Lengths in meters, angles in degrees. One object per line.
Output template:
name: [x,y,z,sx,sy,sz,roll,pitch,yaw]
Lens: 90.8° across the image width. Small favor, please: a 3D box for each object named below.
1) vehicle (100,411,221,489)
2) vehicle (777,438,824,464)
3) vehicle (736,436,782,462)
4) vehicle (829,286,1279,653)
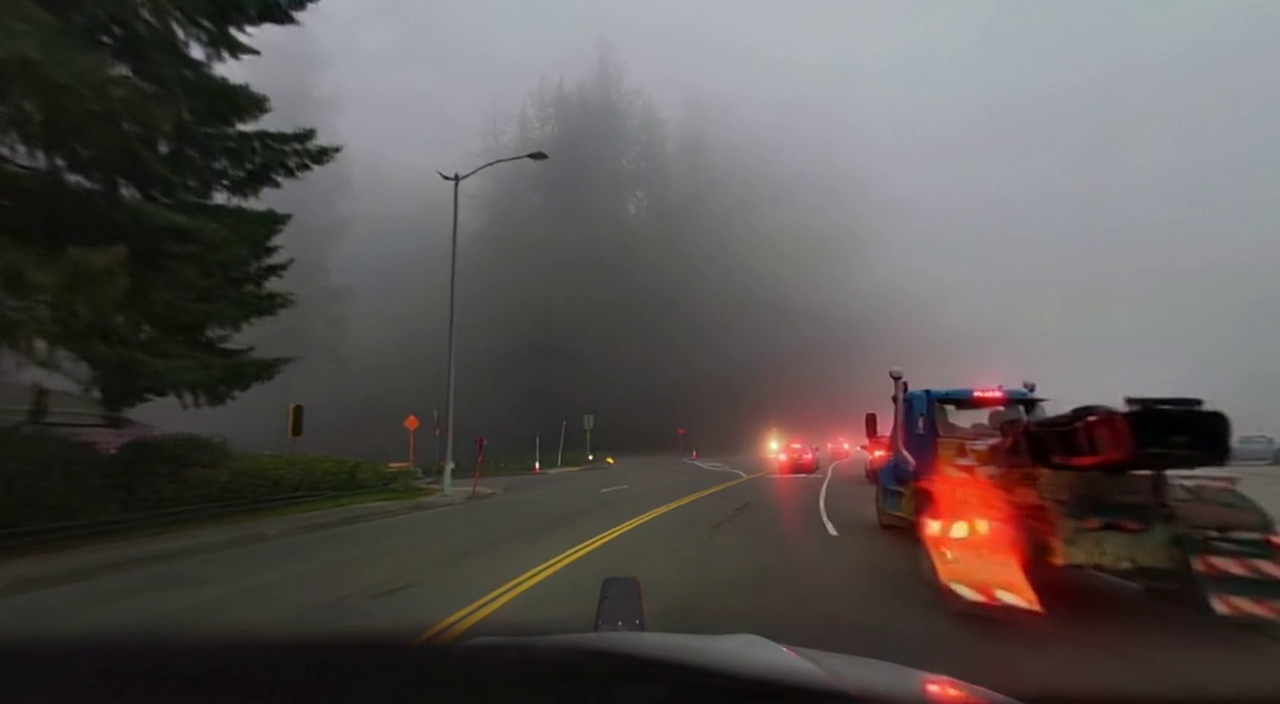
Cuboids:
vehicle: [-15.970,3.285,21.192,2.665,2.465,1.532,3,-8,-16]
vehicle: [10.393,6.463,41.265,1.716,1.583,3.770,1,-9,-6]
vehicle: [9.226,7.568,49.372,1.997,1.853,4.654,1,-9,-10]
vehicle: [4.277,1.205,8.060,3.098,2.601,6.758,-2,-7,13]
